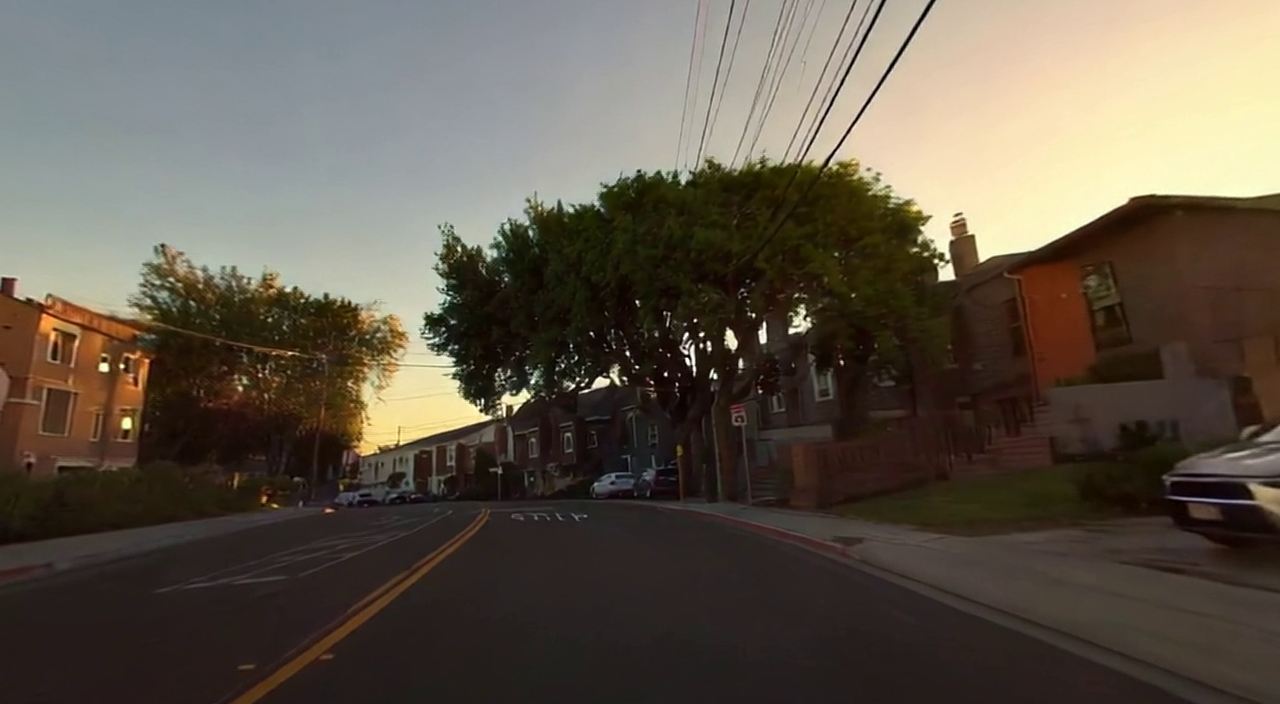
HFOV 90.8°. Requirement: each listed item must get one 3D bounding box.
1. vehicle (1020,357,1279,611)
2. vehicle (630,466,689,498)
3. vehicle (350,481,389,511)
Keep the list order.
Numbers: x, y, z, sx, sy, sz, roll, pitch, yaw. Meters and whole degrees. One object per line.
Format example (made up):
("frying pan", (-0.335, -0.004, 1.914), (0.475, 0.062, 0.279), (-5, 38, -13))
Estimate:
("vehicle", (7.264, 0.930, 6.074), (5.578, 1.842, 2.300), (-6, -11, -3))
("vehicle", (1.237, 8.864, 43.446), (2.184, 1.885, 5.343), (3, -9, -20))
("vehicle", (-17.150, 9.053, 39.915), (1.994, 1.515, 4.385), (4, -9, -25))
